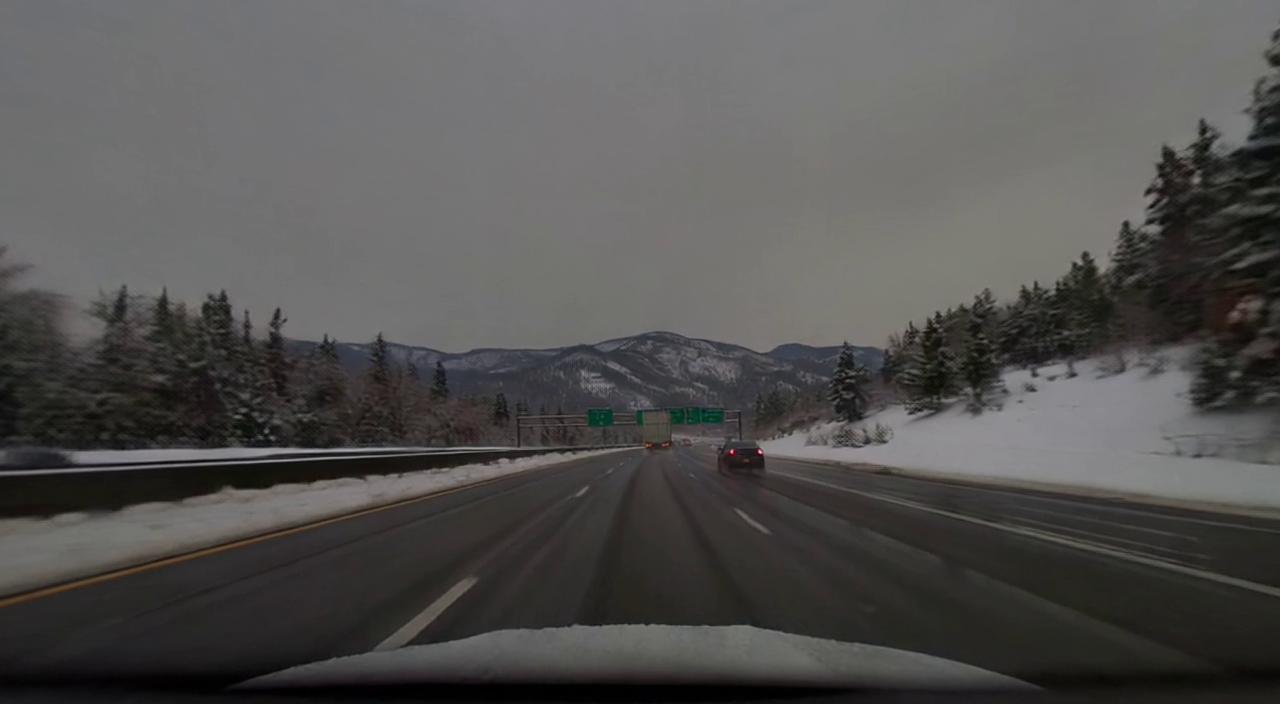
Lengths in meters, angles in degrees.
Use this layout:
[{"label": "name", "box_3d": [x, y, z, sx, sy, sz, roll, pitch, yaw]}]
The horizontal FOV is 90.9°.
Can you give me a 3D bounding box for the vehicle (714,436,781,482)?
[{"label": "vehicle", "box_3d": [4.110, 4.139, 24.724, 1.880, 1.624, 3.941, 0, -9, 0]}]
